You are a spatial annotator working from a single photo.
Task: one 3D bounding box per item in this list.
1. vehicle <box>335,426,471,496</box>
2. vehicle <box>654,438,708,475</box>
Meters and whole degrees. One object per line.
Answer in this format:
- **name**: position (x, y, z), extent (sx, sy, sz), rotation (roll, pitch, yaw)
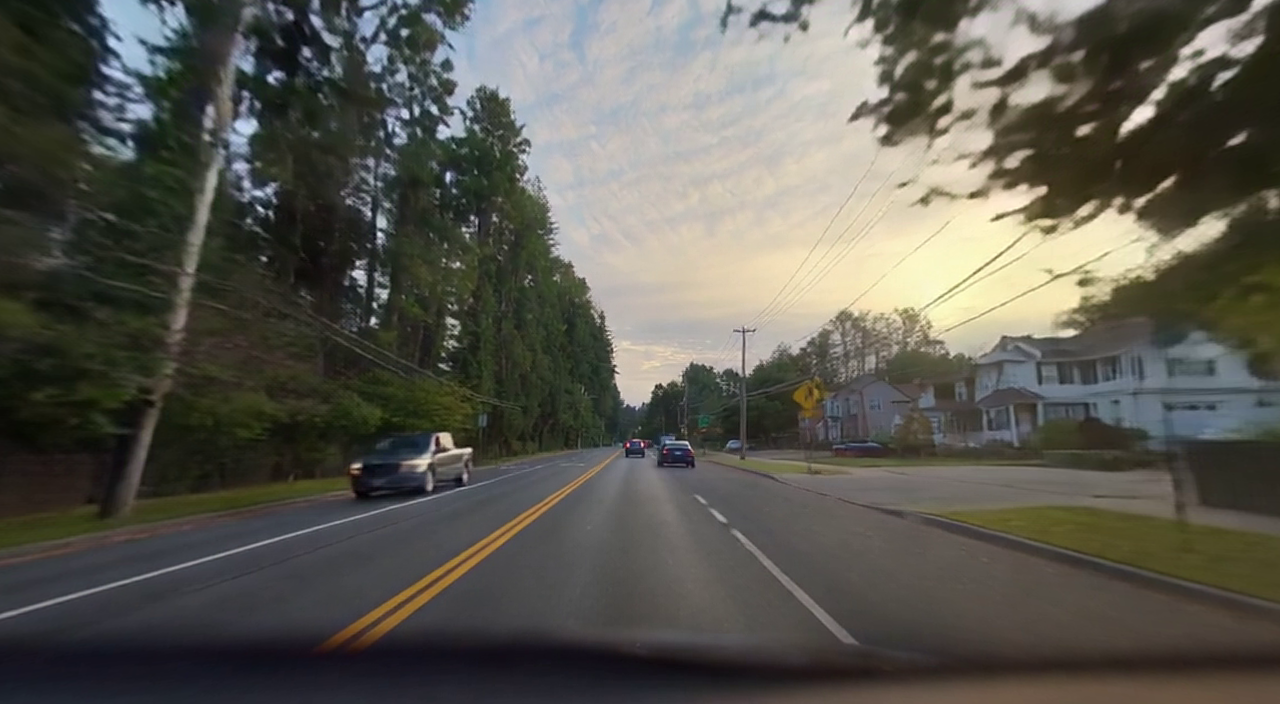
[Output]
- **vehicle**: position (-7.046, 3.308, 19.418), extent (2.352, 1.857, 4.690), rotation (0, -8, 0)
- **vehicle**: position (1.711, 4.537, 27.562), extent (1.975, 1.497, 3.647), rotation (1, -8, -2)
